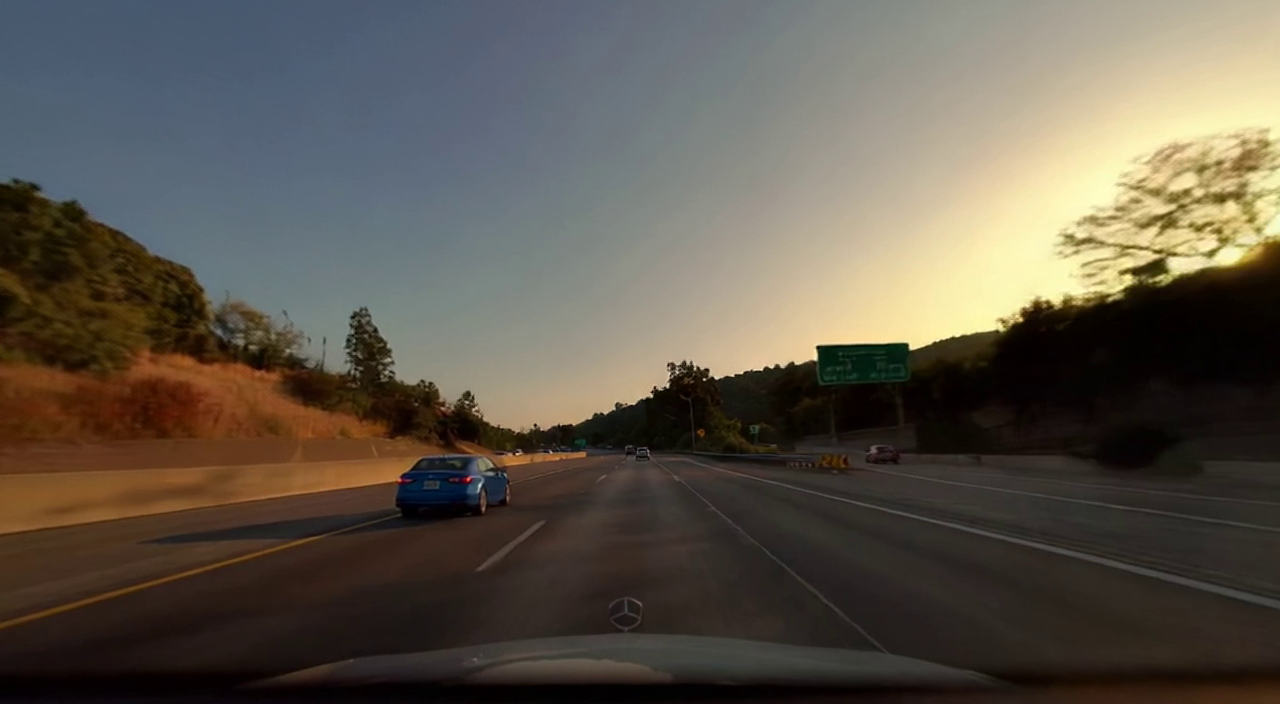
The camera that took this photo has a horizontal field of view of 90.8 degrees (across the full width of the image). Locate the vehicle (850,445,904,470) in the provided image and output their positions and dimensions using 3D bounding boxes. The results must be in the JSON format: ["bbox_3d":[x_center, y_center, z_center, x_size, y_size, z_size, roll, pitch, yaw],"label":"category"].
[{"bbox_3d":[14.528,6.503,38.913,1.805,1.427,4.447,-1,-9,3],"label":"vehicle"}]

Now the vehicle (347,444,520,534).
[{"bbox_3d":[-3.812,2.603,12.624,1.873,1.438,4.546,-1,-9,1],"label":"vehicle"}]
